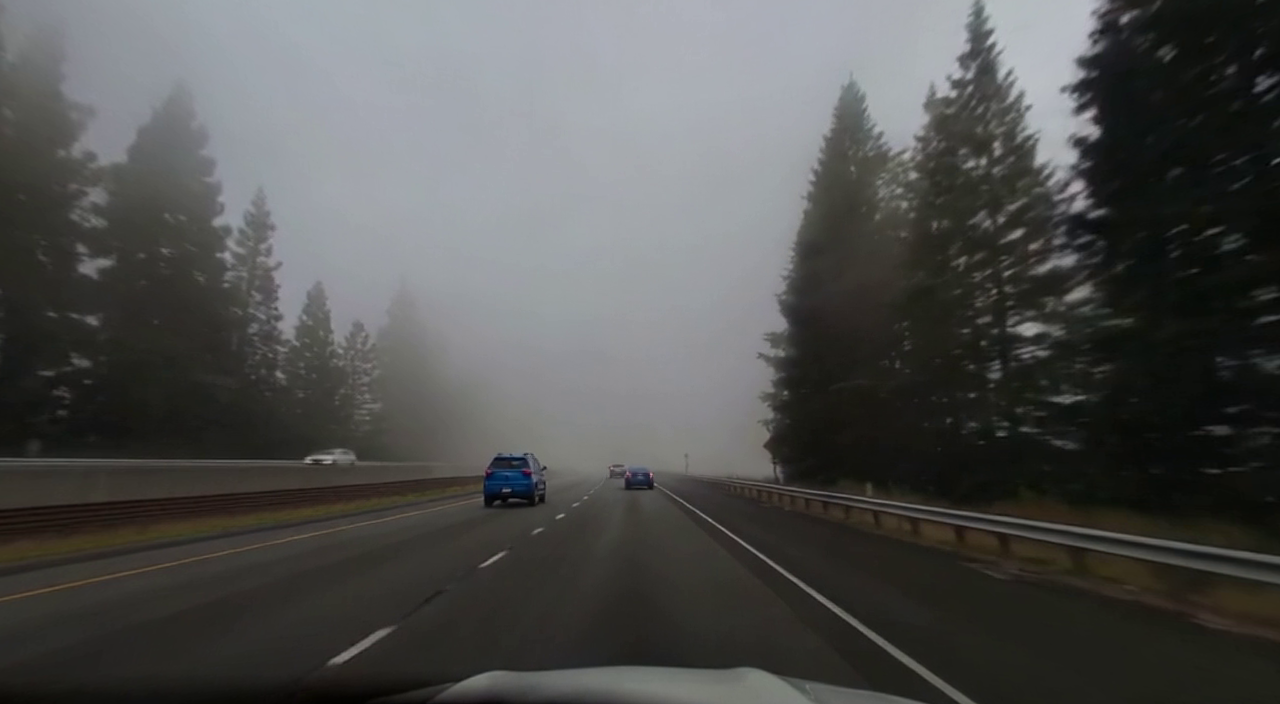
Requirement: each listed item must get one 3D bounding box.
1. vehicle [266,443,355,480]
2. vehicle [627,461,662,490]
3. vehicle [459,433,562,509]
[{"bbox_3d":[-16.916,5.712,32.669,1.994,1.716,4.821,1,-10,0],"label":"vehicle"},{"bbox_3d":[0.216,7.189,36.707,1.905,1.559,3.491,1,-10,-2],"label":"vehicle"},{"bbox_3d":[-4.000,3.835,20.394,2.237,2.113,4.815,1,-10,0],"label":"vehicle"}]
